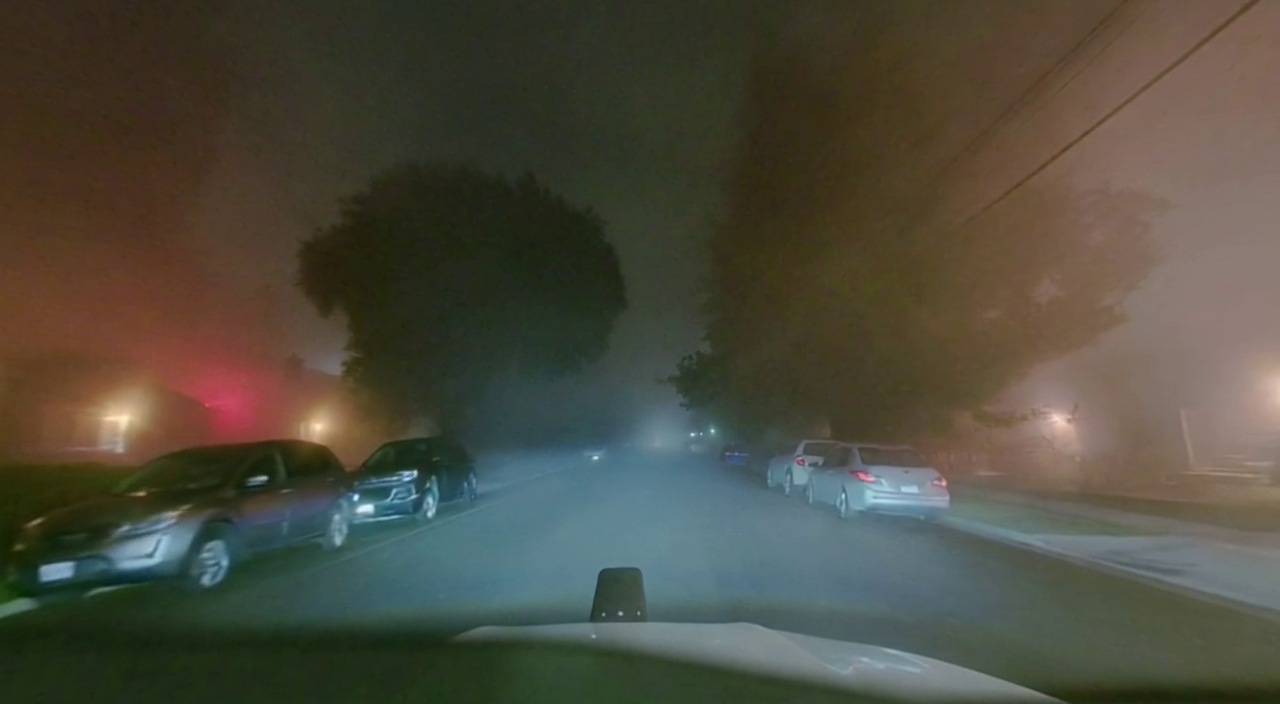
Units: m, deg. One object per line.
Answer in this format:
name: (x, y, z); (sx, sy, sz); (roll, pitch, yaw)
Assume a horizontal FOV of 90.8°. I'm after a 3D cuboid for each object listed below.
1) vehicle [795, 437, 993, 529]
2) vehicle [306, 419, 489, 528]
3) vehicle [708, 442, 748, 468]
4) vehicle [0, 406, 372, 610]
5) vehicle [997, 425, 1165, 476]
vehicle: (4.818, 2.546, 12.985); (2.090, 1.489, 4.952); (0, -9, 1)
vehicle: (-5.048, 2.608, 13.966); (2.156, 1.859, 4.573); (-4, -9, 1)
vehicle: (5.418, 6.382, 39.206); (1.906, 1.503, 4.498); (0, -9, 1)
vehicle: (-5.443, 1.801, 8.032); (2.118, 1.753, 4.377); (-4, -9, 1)
vehicle: (17.519, 3.936, 25.309); (4.927, 1.799, 2.245); (-2, -9, 1)
